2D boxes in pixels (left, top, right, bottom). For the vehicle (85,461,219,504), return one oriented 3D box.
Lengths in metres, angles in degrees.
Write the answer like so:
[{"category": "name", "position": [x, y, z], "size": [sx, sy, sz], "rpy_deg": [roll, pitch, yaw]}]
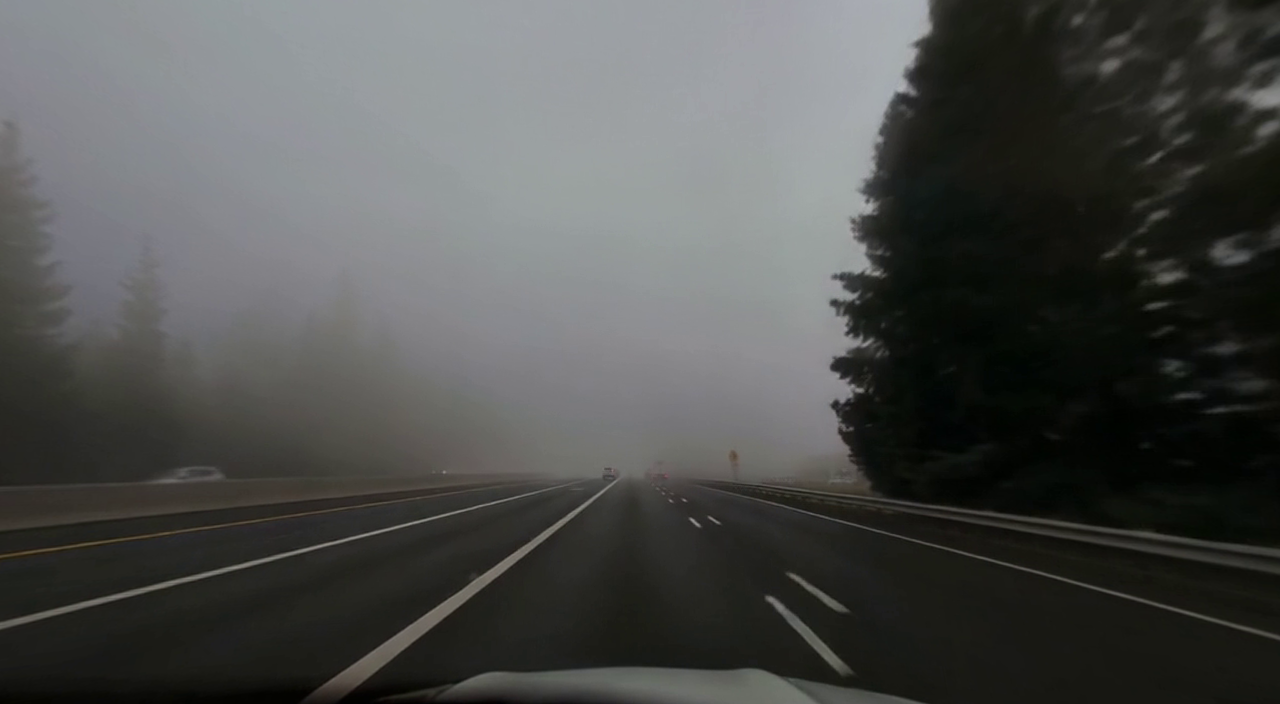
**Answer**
[{"category": "vehicle", "position": [-18.947, 5.073, 24.775], "size": [1.803, 1.508, 4.279], "rpy_deg": [1, -10, 0]}]
